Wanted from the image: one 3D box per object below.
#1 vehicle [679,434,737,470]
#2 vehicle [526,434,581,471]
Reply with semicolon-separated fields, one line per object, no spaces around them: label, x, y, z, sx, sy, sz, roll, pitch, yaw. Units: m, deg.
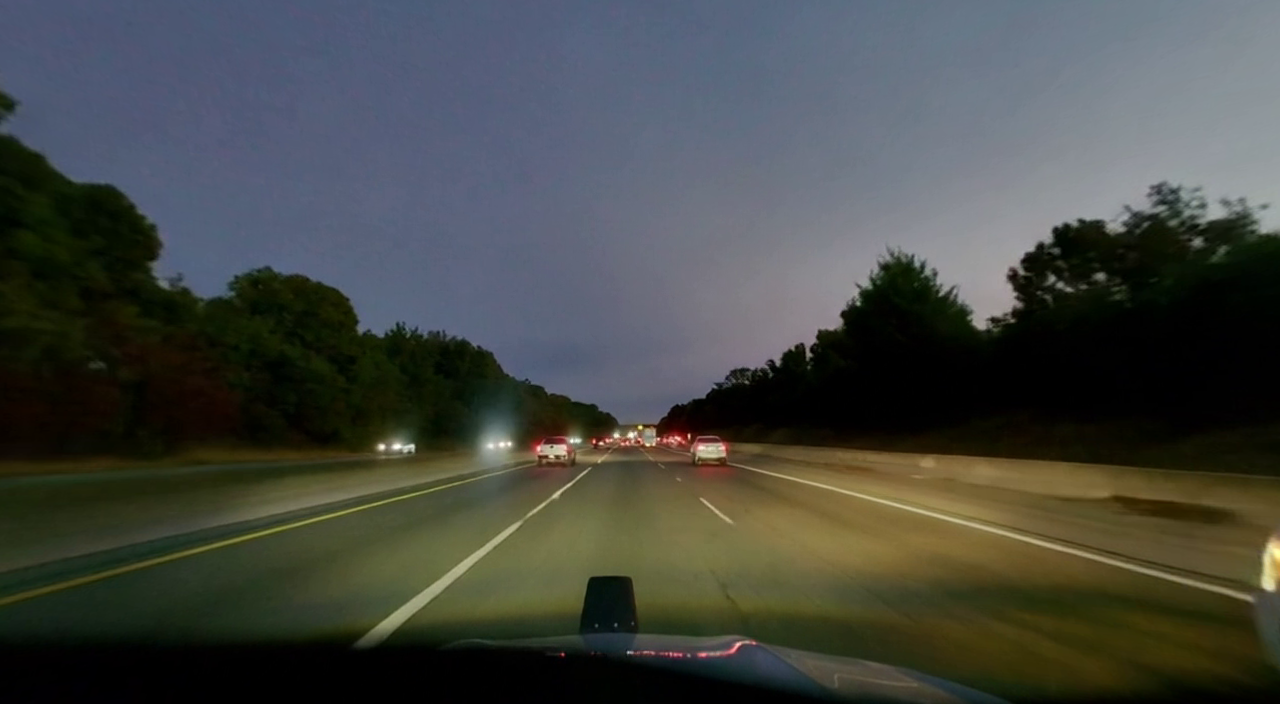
vehicle;2.951;4.440;28.166;1.990;1.480;3.865;0;-8;-2
vehicle;-4.062;4.746;30.246;2.011;1.614;4.808;0;-8;-1
